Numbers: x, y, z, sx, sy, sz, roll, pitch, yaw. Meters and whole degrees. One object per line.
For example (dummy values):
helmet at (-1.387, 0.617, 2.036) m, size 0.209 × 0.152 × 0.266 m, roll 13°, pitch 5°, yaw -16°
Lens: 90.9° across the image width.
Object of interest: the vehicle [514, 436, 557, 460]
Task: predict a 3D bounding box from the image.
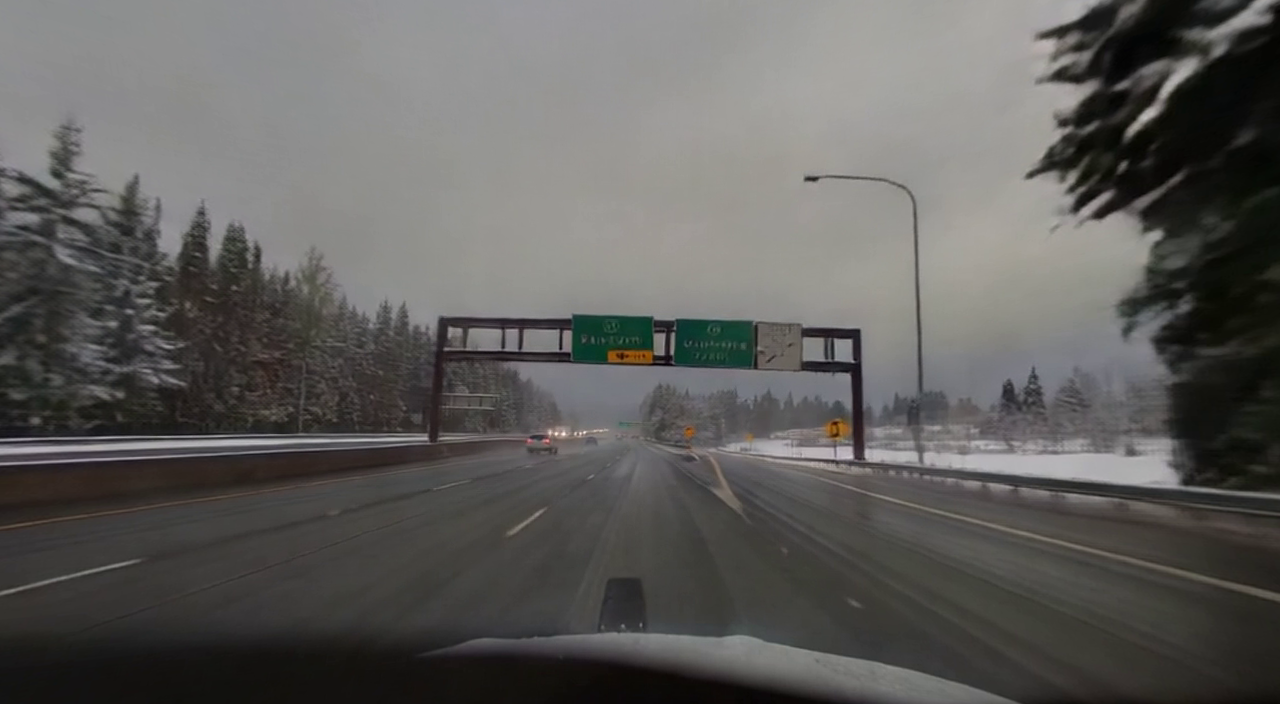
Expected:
vehicle at (-7.081, 6.563, 43.221) m, size 2.025 × 1.494 × 4.495 m, roll 0°, pitch -8°, yaw 1°
